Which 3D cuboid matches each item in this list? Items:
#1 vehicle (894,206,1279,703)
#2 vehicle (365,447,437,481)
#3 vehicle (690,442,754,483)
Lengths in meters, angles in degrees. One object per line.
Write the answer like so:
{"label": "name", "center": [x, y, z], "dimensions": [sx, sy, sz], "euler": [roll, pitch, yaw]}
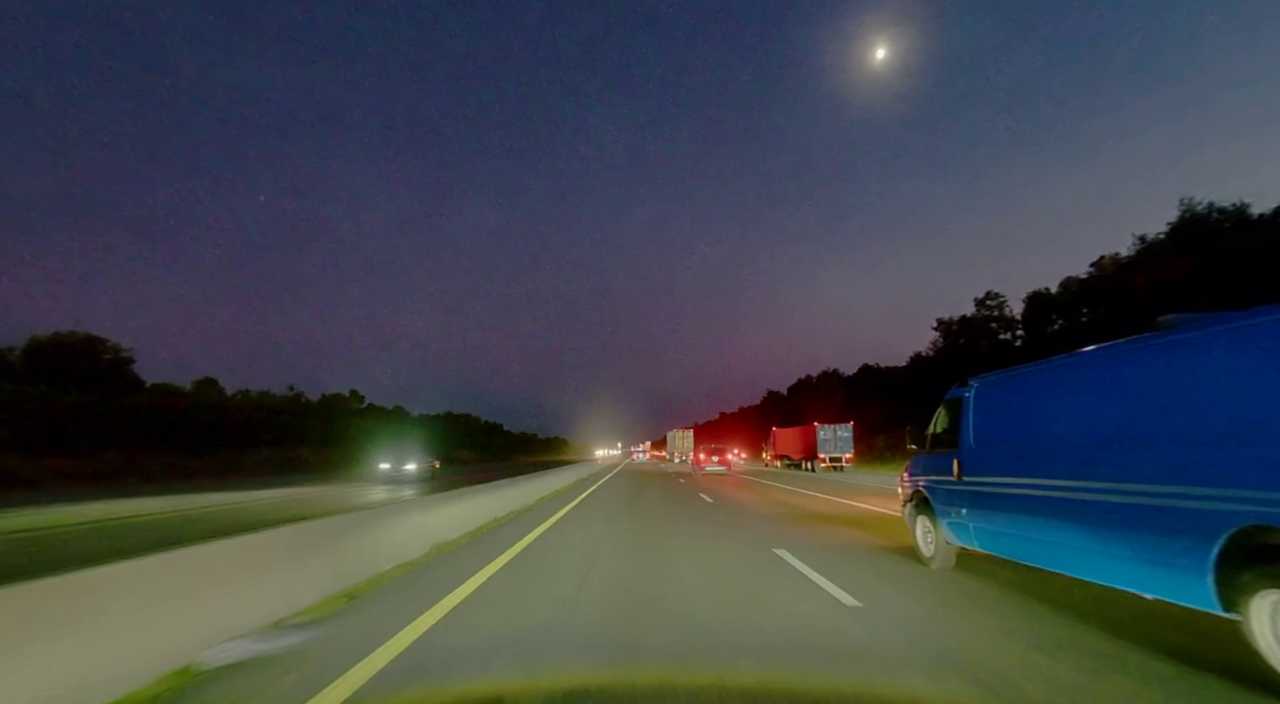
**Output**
{"label": "vehicle", "center": [3.744, 0.730, 3.736], "dimensions": [2.242, 2.285, 5.233], "euler": [0, -9, 0]}
{"label": "vehicle", "center": [-11.332, 5.308, 30.184], "dimensions": [1.879, 1.504, 3.929], "euler": [0, -9, 0]}
{"label": "vehicle", "center": [3.520, 4.856, 28.053], "dimensions": [2.130, 1.658, 4.537], "euler": [0, -9, -1]}
